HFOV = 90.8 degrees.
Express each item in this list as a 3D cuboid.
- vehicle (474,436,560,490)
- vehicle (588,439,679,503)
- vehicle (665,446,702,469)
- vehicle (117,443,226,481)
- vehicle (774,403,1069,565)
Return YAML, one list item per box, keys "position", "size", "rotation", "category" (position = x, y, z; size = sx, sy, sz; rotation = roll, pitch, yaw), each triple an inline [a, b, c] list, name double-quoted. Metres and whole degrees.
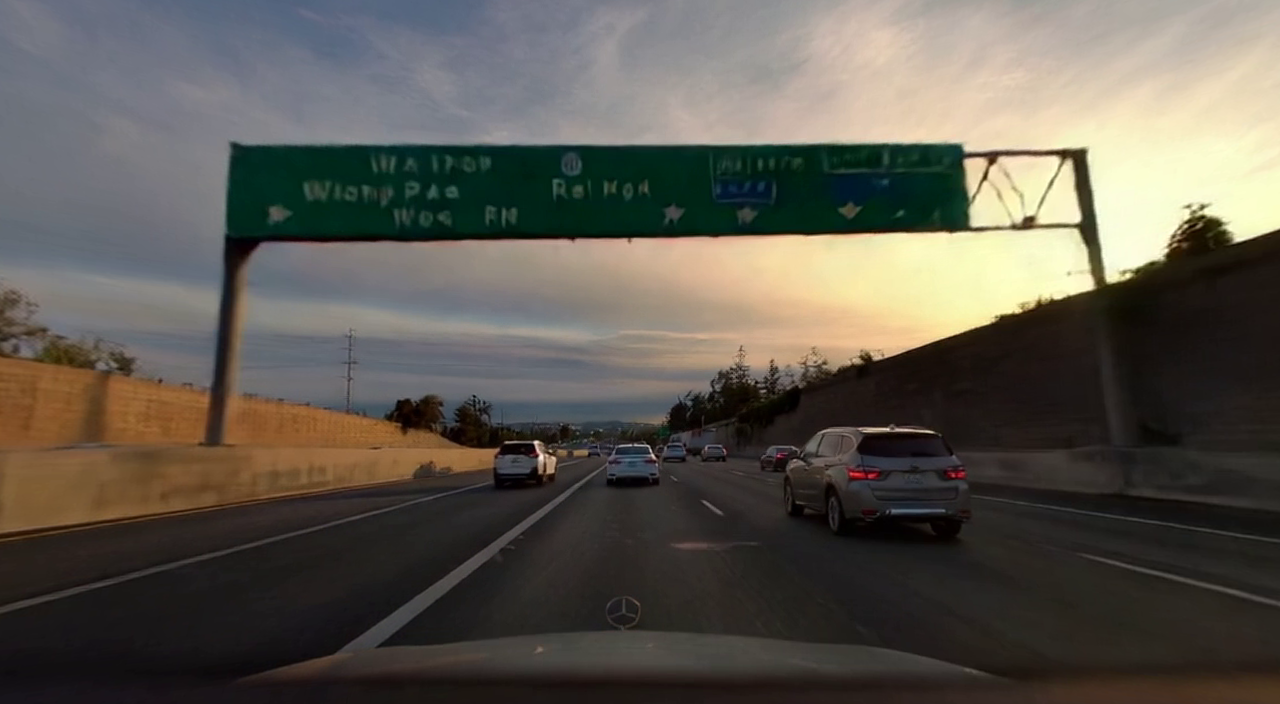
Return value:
- position: [-4.429, 4.088, 23.591]
  size: [2.218, 1.776, 5.031]
  rotation: [0, -8, 0]
  category: "vehicle"
- position: [-0.207, 3.069, 16.712]
  size: [2.098, 1.475, 3.997]
  rotation: [0, -8, -2]
  category: "vehicle"
- position: [2.989, 7.330, 44.094]
  size: [1.998, 1.490, 4.296]
  rotation: [0, -9, -3]
  category: "vehicle"
- position: [-21.726, 5.087, 29.535]
  size: [1.843, 1.590, 4.344]
  rotation: [0, -9, -2]
  category: "vehicle"
- position: [3.651, 1.822, 9.472]
  size: [2.162, 1.800, 4.693]
  rotation: [0, -9, -1]
  category: "vehicle"
